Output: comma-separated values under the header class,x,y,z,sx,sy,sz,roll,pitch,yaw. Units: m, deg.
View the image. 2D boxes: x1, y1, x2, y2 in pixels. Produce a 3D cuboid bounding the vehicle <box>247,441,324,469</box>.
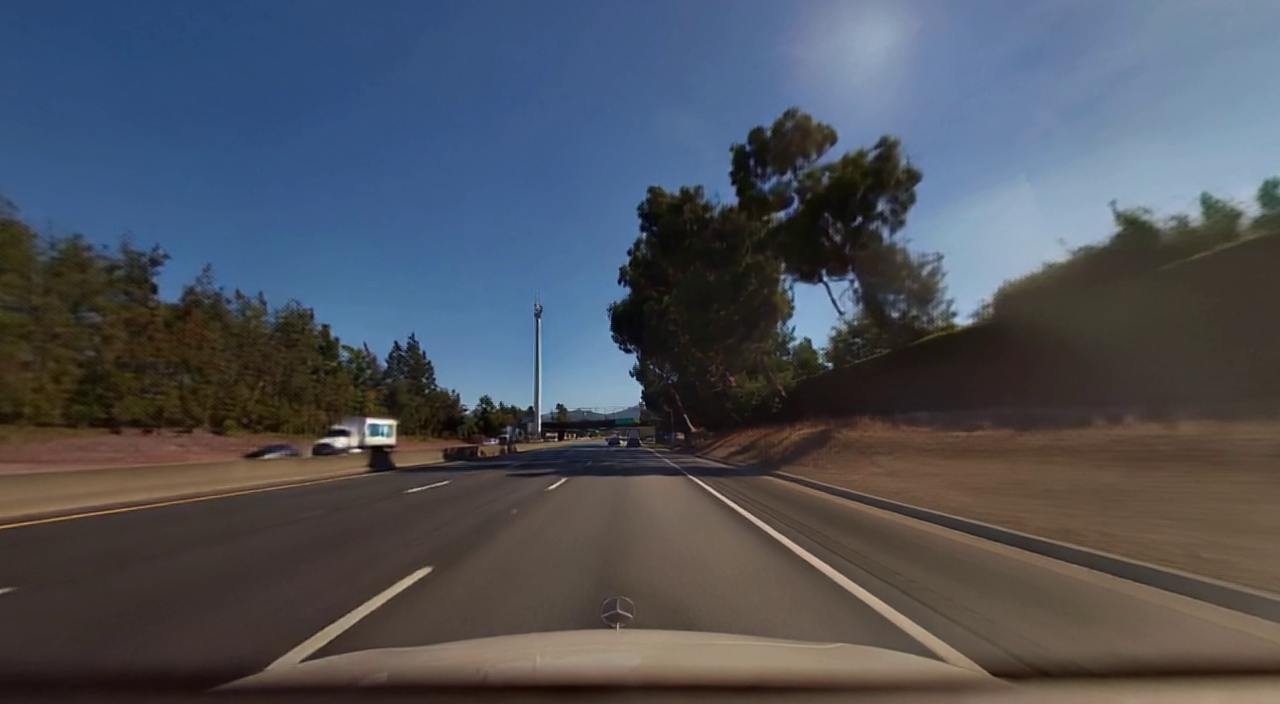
class,x,y,z,sx,sy,sz,roll,pitch,yaw
vehicle,-20.371,5.922,36.401,1.885,1.507,4.484,0,-8,-1
